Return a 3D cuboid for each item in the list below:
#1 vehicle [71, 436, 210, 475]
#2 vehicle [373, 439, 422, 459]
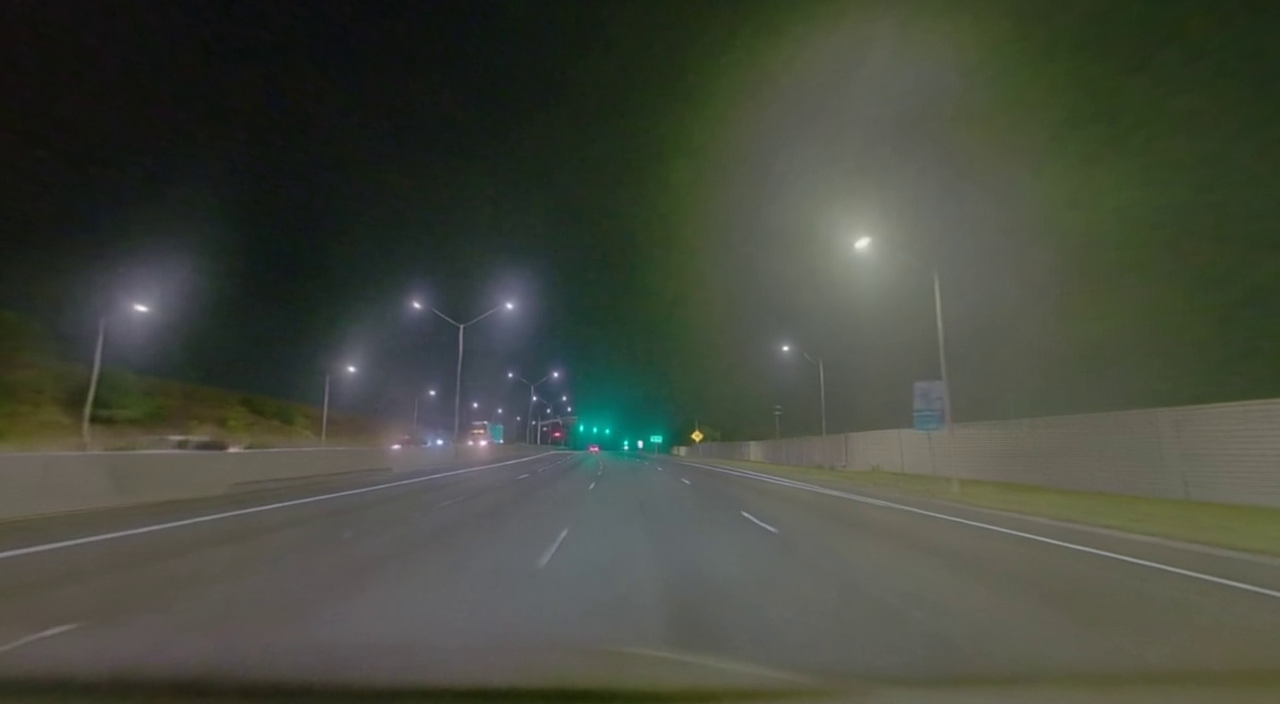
[{"bbox_3d":[-20.794,4.316,26.594,1.944,1.479,4.827,0,-8,-1],"label":"vehicle"},{"bbox_3d":[-18.468,7.397,48.286,1.950,1.463,4.621,0,-8,-1],"label":"vehicle"}]
